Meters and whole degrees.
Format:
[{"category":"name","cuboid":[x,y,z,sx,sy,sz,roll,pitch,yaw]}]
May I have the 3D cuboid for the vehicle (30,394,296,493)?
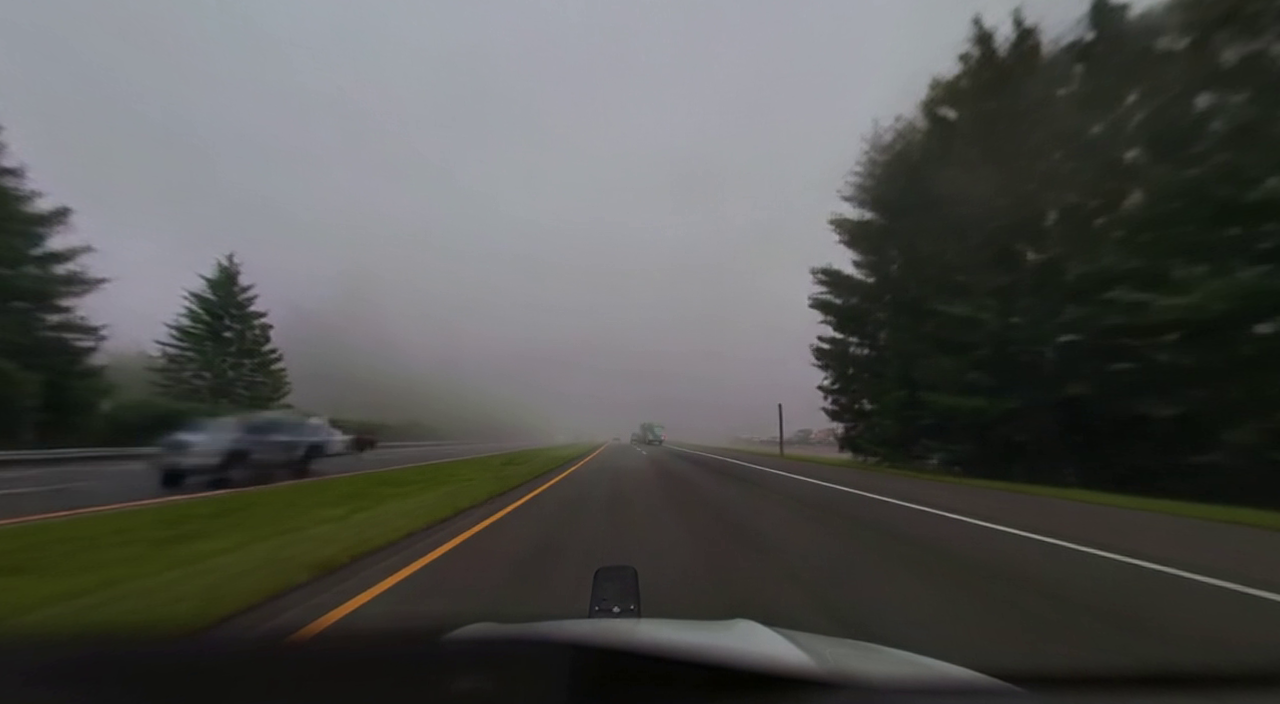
[{"category":"vehicle","cuboid":[-8.784,1.739,12.208,1.925,1.581,4.138,0,-8,-1]}]
